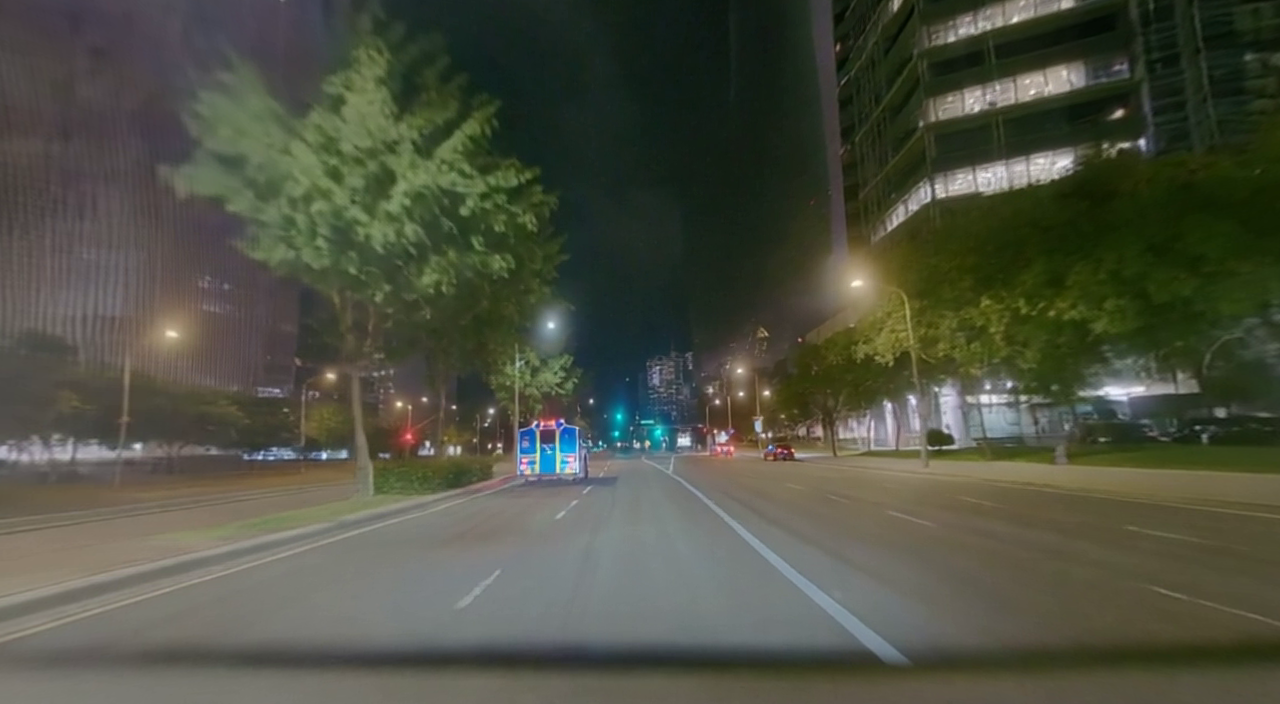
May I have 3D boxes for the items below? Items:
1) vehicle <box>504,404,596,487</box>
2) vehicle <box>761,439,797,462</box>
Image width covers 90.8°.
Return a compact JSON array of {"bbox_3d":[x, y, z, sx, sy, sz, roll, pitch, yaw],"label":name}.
[{"bbox_3d":[-3.236,3.583,24.291,2.633,2.787,5.796,0,-9,0],"label":"vehicle"},{"bbox_3d":[10.853,7.719,49.561,1.980,1.719,4.422,-1,-9,2],"label":"vehicle"}]
